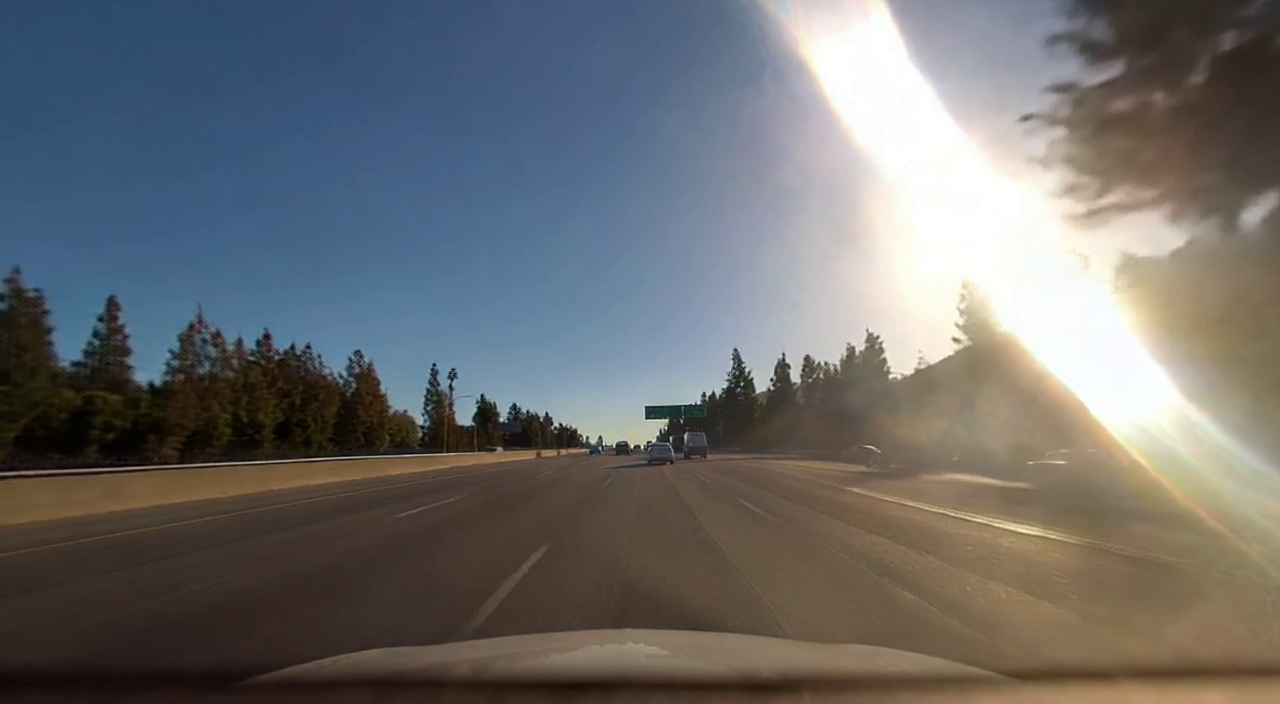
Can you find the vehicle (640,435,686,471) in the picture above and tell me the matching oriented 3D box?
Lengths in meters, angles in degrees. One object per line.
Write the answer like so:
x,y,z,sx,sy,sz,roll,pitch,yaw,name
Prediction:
1.160,5.364,33.636,2.260,1.766,4.348,0,-8,0,vehicle
